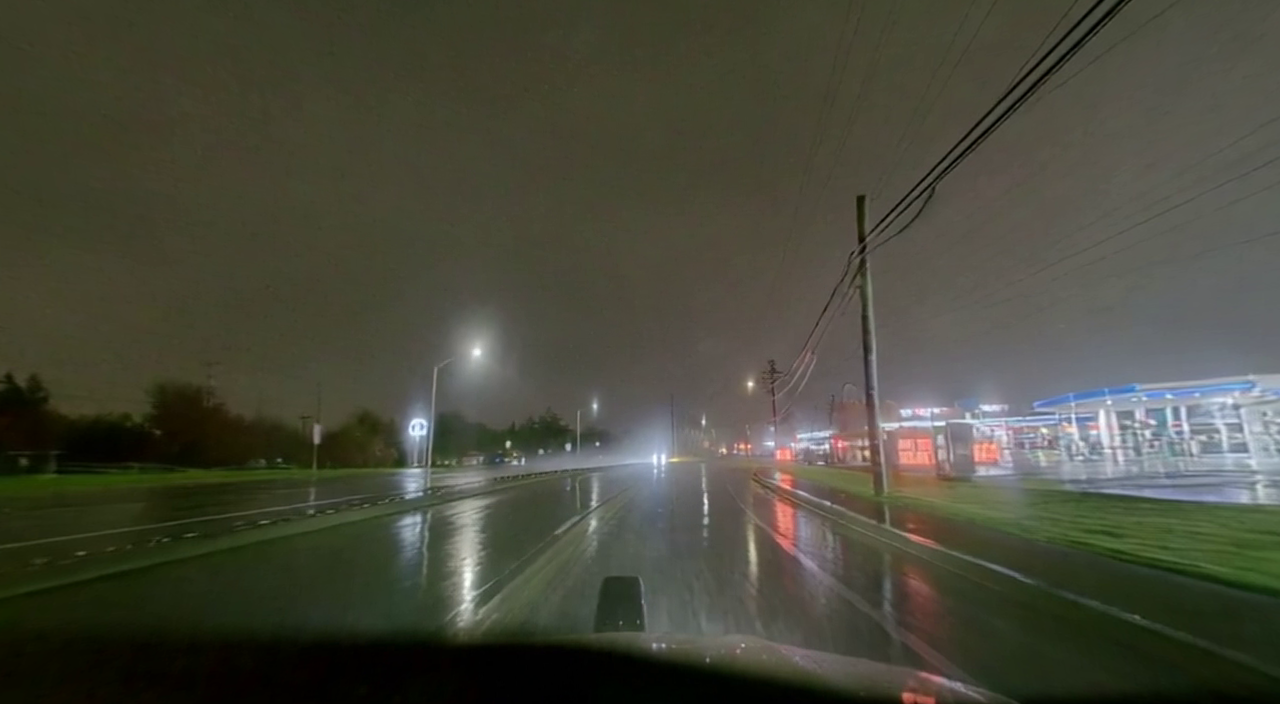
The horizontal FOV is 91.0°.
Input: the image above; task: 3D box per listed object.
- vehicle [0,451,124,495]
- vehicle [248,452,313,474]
[{"bbox_3d":[-22.649,4.632,24.415,4.147,1.562,1.805,-2,-9,13],"label":"vehicle"},{"bbox_3d":[-28.380,8.774,49.737,4.288,1.617,1.916,-2,-9,16],"label":"vehicle"}]
